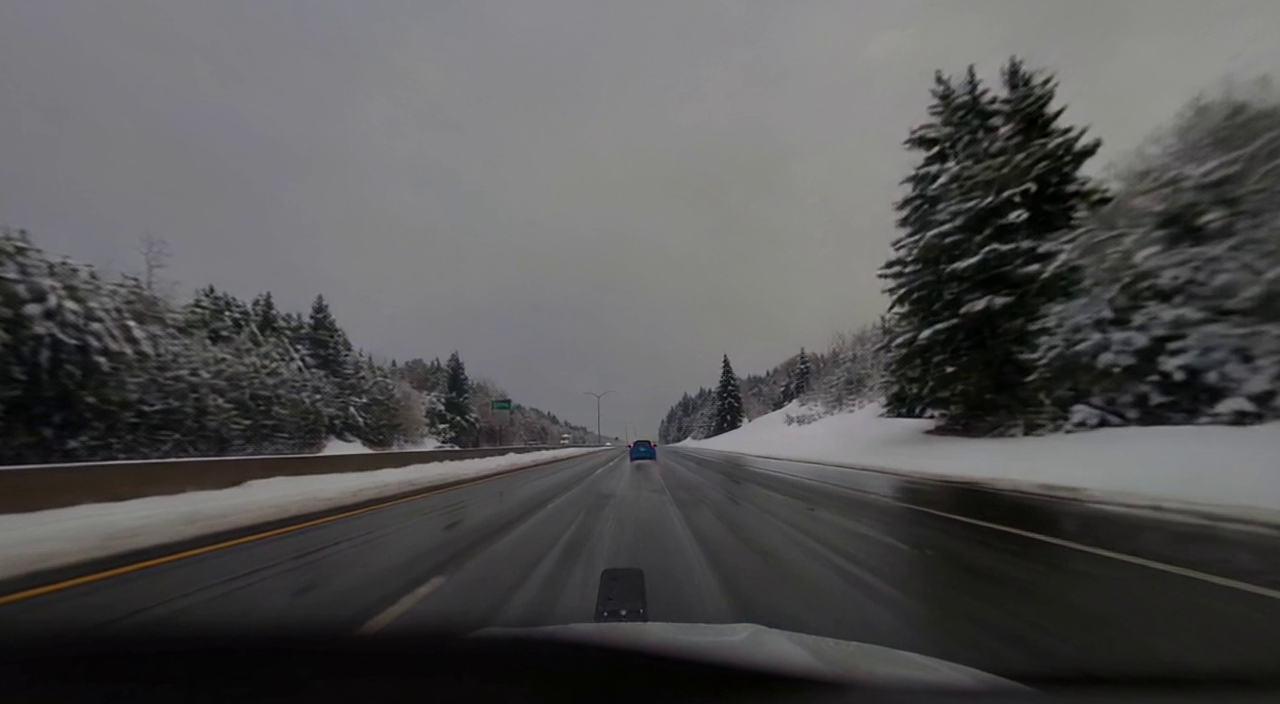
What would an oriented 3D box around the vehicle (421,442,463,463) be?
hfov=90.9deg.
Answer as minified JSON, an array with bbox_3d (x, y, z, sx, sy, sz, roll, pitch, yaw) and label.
[{"bbox_3d":[-15.208,7.754,48.580,1.898,1.564,3.965,0,-9,0],"label":"vehicle"}]

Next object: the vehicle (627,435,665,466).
[{"bbox_3d":[0.331,6.191,39.626,2.247,1.825,4.036,0,-9,0],"label":"vehicle"}]
